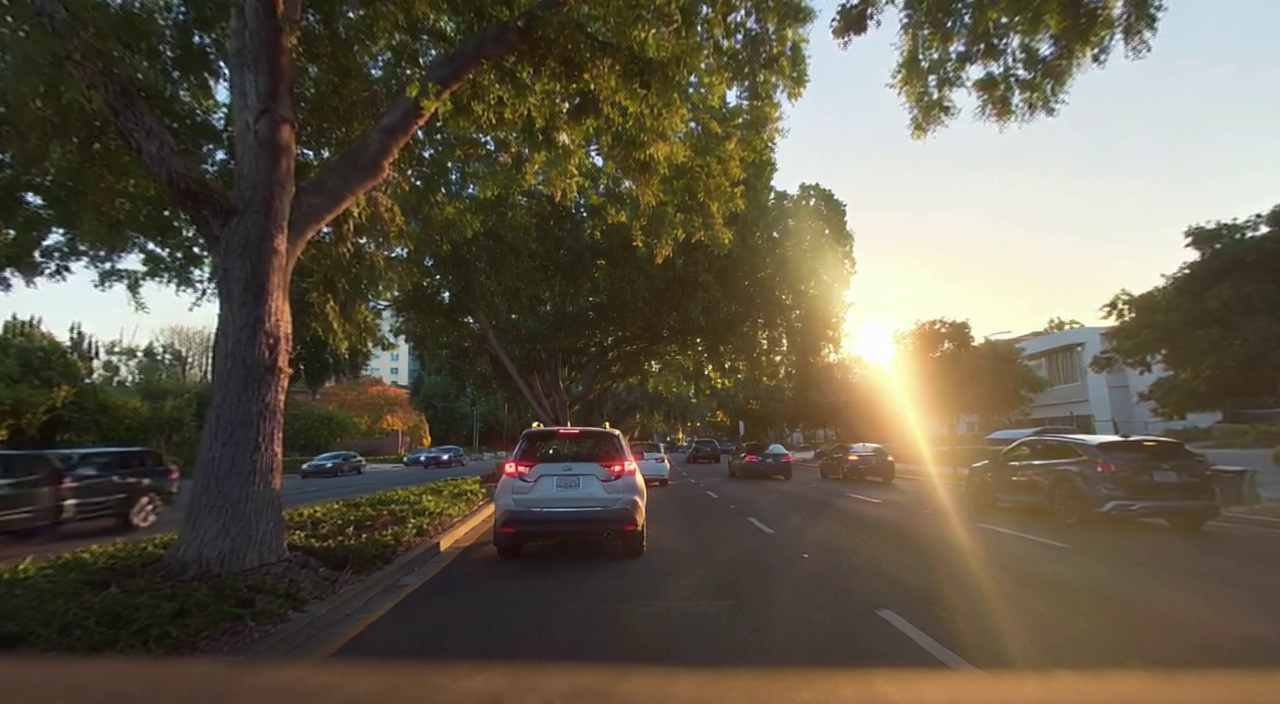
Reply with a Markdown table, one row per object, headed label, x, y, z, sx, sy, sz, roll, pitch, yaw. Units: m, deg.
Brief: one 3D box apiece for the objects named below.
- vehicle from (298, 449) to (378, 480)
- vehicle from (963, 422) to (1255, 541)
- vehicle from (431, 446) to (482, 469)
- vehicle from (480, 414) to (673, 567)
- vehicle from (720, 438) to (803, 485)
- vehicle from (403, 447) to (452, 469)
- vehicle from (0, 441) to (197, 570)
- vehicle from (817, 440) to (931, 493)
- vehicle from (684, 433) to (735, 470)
| label | x | y | z | sx | sy | sz | roll | pitch | yaw |
| --- | --- | --- | --- | --- | --- | --- | --- | --- | --- |
| vehicle | -15.816 | 5.882 | 33.417 | 1.900 | 1.467 | 4.609 | 0 | -8 | 1 |
| vehicle | 7.942 | 2.210 | 11.425 | 2.168 | 1.709 | 4.289 | -1 | -8 | 4 |
| vehicle | -12.144 | 6.993 | 42.080 | 1.981 | 1.463 | 4.395 | 0 | -8 | 1 |
| vehicle | -0.846 | 1.794 | 8.875 | 2.106 | 1.655 | 3.717 | 1 | -8 | -5 |
| vehicle | 4.171 | 3.856 | 22.543 | 2.175 | 1.477 | 4.520 | 0 | -8 | 2 |
| vehicle | -16.010 | 7.990 | 47.846 | 2.042 | 1.500 | 4.626 | 0 | -8 | 1 |
| vehicle | -8.372 | 1.890 | 8.096 | 2.039 | 1.466 | 4.553 | 0 | -8 | 0 |
| vehicle | 7.266 | 3.565 | 20.122 | 1.977 | 1.485 | 4.308 | 0 | -8 | 0 |
| vehicle | 3.645 | 5.337 | 34.072 | 2.114 | 1.846 | 4.659 | 0 | -8 | -1 |
